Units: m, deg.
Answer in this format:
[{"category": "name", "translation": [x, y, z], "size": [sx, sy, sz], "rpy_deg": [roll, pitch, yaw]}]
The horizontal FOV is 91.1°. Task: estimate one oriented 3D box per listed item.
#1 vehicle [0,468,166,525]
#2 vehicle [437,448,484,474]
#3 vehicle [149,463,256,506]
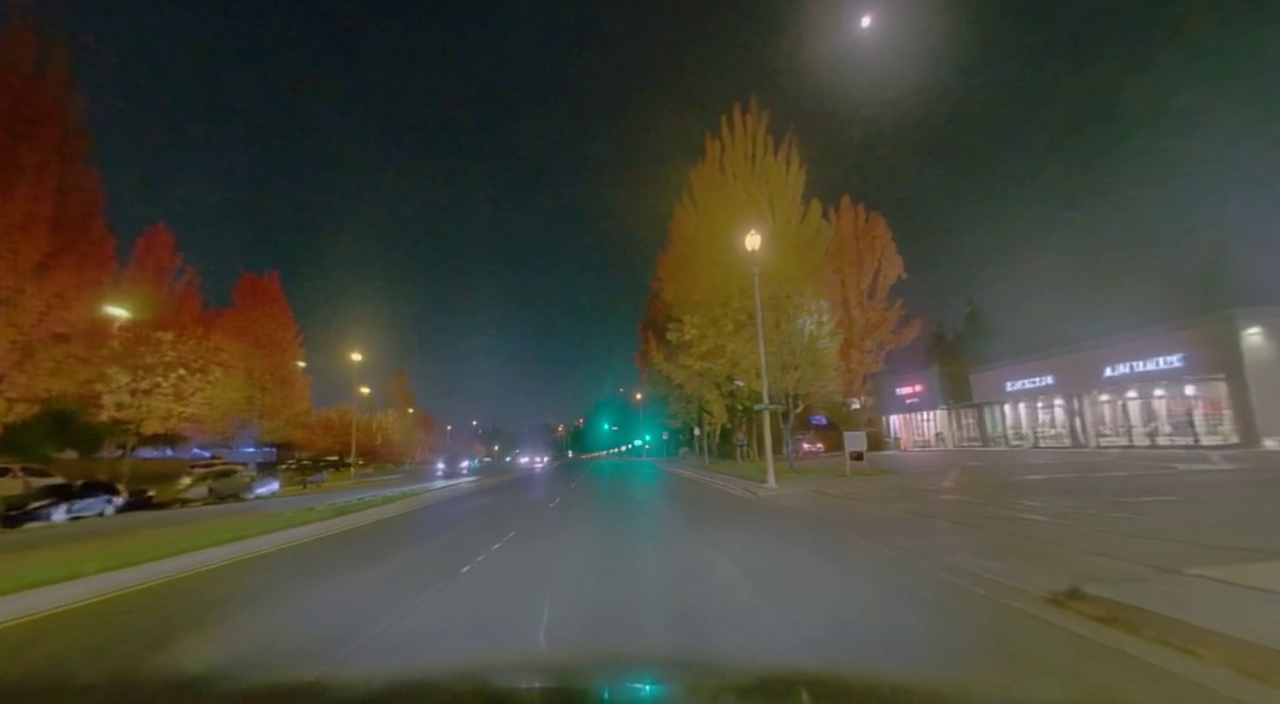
[{"category": "vehicle", "translation": [-18.412, 4.687, 20.799], "size": [1.887, 1.490, 4.432], "rpy_deg": [0, -9, 0]}, {"category": "vehicle", "translation": [-12.951, 7.881, 45.582], "size": [2.075, 1.765, 4.684], "rpy_deg": [0, -9, -2]}, {"category": "vehicle", "translation": [-18.748, 5.652, 27.149], "size": [1.896, 1.495, 4.108], "rpy_deg": [-4, -9, -3]}]
